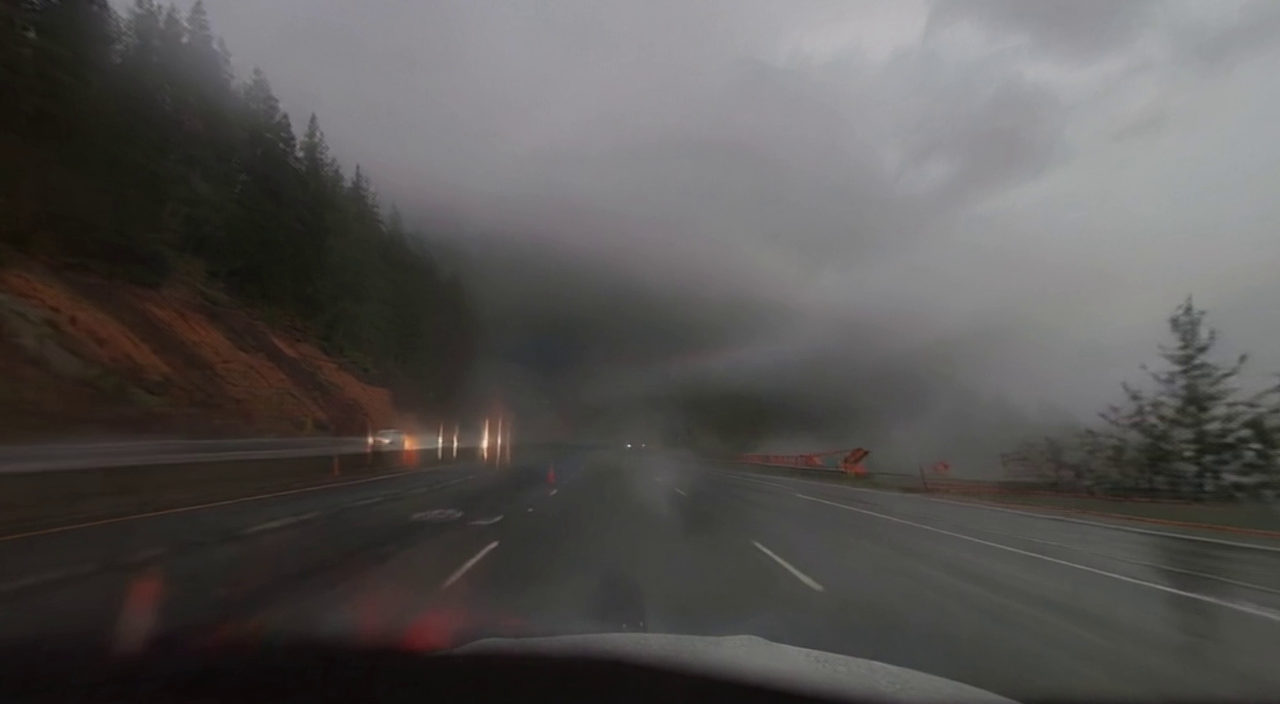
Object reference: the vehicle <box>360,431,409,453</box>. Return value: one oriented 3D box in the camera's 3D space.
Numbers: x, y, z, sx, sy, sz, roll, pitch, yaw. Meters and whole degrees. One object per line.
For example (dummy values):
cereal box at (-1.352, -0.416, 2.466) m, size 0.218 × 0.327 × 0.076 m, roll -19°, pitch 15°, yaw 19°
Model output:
vehicle at (-20.069, 7.102, 49.748) m, size 1.971 × 1.640 × 4.581 m, roll 0°, pitch -9°, yaw -1°
